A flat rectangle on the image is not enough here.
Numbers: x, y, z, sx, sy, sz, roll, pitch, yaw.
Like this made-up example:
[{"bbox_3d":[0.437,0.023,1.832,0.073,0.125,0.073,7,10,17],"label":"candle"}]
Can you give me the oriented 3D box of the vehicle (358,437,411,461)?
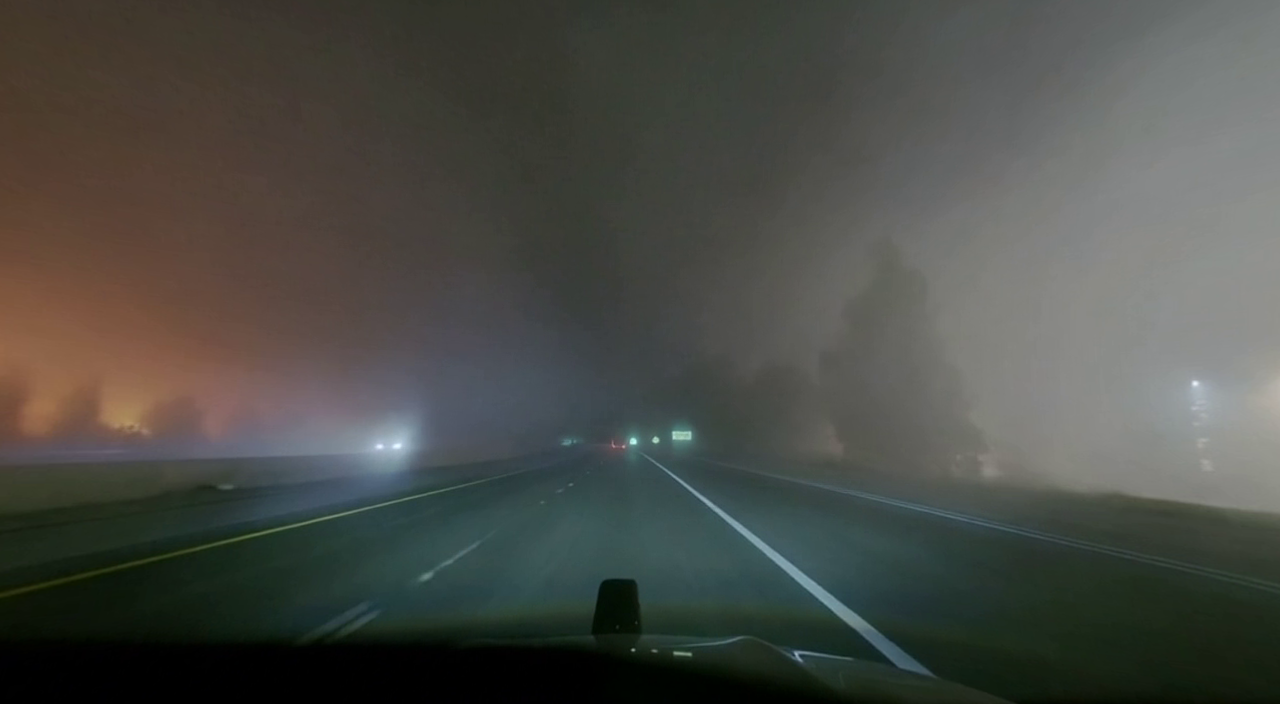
[{"bbox_3d":[-17.495,6.688,43.129,1.876,1.508,4.171,0,-9,0],"label":"vehicle"}]
